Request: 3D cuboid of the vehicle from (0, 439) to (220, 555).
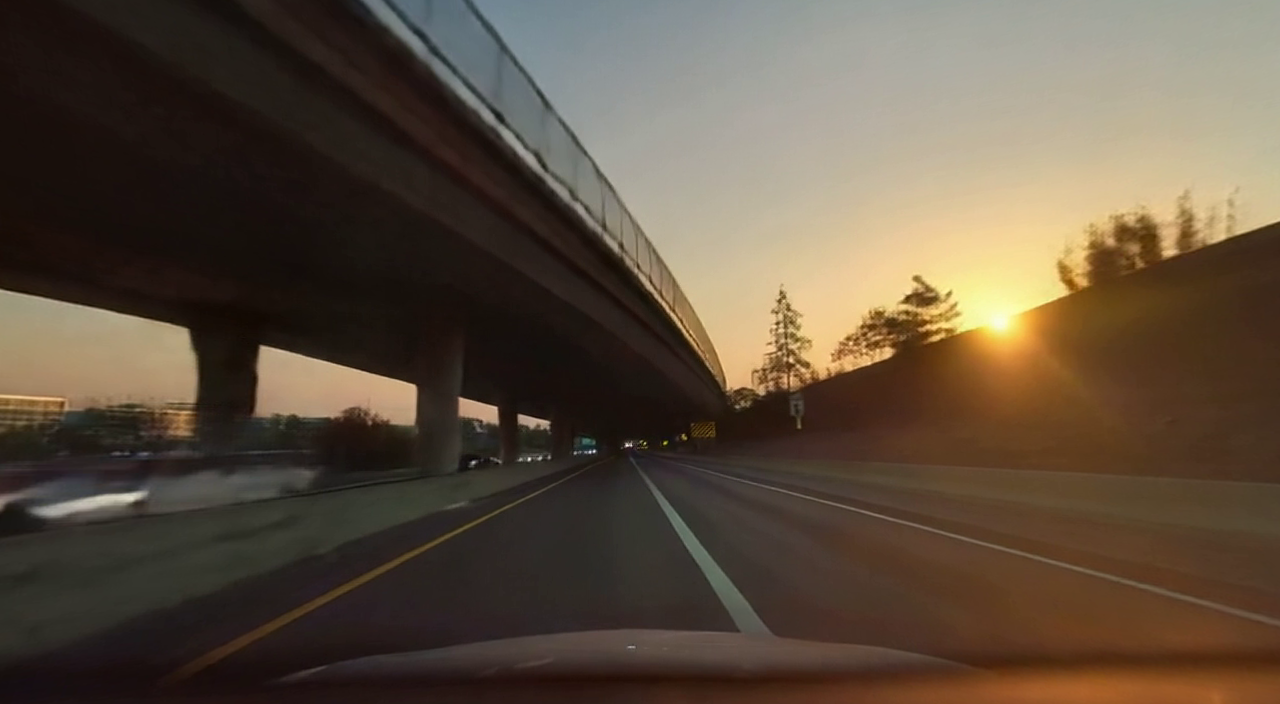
[{"bbox_3d":[-9.900,2.399,11.112,2.071,1.621,4.273,0,-9,-1],"label":"vehicle"}]
